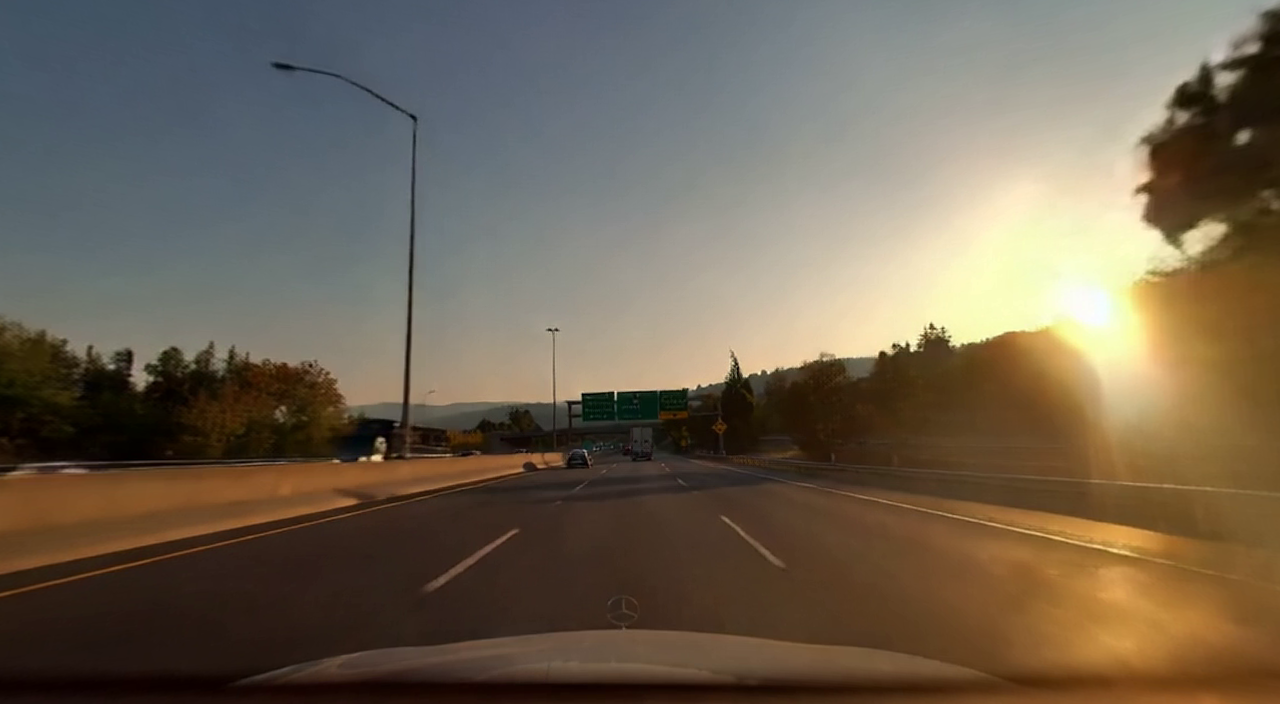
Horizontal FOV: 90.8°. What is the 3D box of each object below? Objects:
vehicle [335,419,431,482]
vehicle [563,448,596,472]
[{"bbox_3d":[-14.843,5.804,37.130,2.647,3.305,7.301,0,-9,-1],"label":"vehicle"},{"bbox_3d":[-3.991,7.209,42.283,1.886,1.465,4.119,0,-9,0],"label":"vehicle"}]
